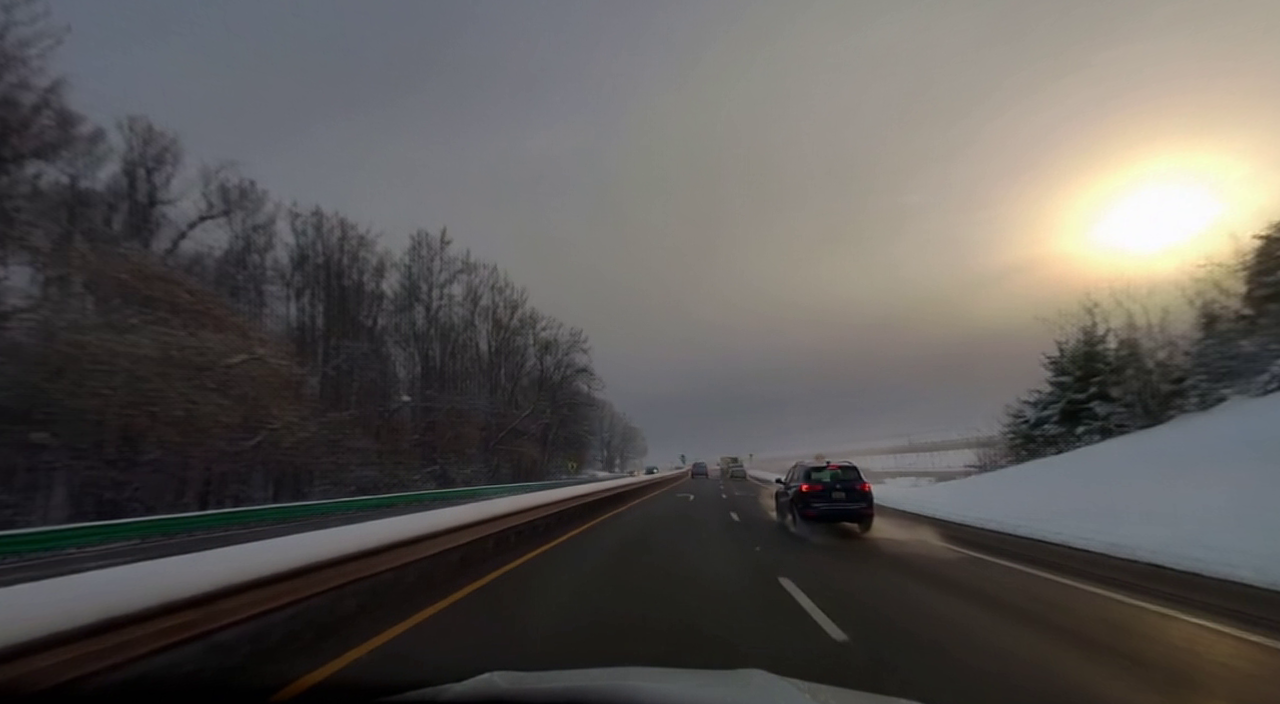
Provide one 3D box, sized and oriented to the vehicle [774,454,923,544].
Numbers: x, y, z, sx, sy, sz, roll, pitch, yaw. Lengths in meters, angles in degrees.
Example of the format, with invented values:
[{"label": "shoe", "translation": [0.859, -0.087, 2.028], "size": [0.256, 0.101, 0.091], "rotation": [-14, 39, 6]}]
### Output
[{"label": "vehicle", "translation": [4.220, 3.058, 13.550], "size": [2.023, 1.593, 4.105], "rotation": [0, -11, 4]}]
